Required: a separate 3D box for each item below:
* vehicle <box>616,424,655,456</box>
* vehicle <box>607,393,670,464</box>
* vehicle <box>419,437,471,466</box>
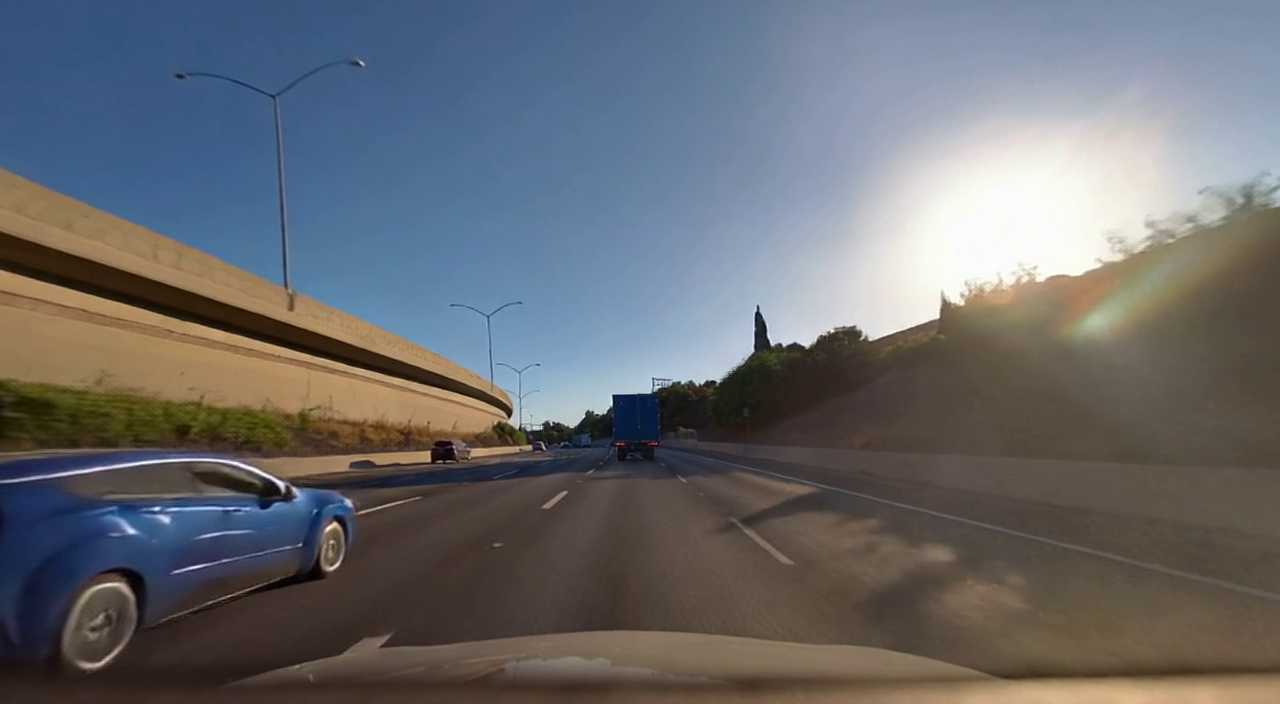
[{"bbox_3d":[-0.320,4.984,35.744,2.052,1.666,4.358,0,-8,-3],"label":"vehicle"},{"bbox_3d":[-0.377,4.873,38.983,3.233,3.678,11.032,0,-9,-4],"label":"vehicle"},{"bbox_3d":[-11.778,6.033,38.479,1.919,1.625,4.183,0,-8,-1],"label":"vehicle"}]
